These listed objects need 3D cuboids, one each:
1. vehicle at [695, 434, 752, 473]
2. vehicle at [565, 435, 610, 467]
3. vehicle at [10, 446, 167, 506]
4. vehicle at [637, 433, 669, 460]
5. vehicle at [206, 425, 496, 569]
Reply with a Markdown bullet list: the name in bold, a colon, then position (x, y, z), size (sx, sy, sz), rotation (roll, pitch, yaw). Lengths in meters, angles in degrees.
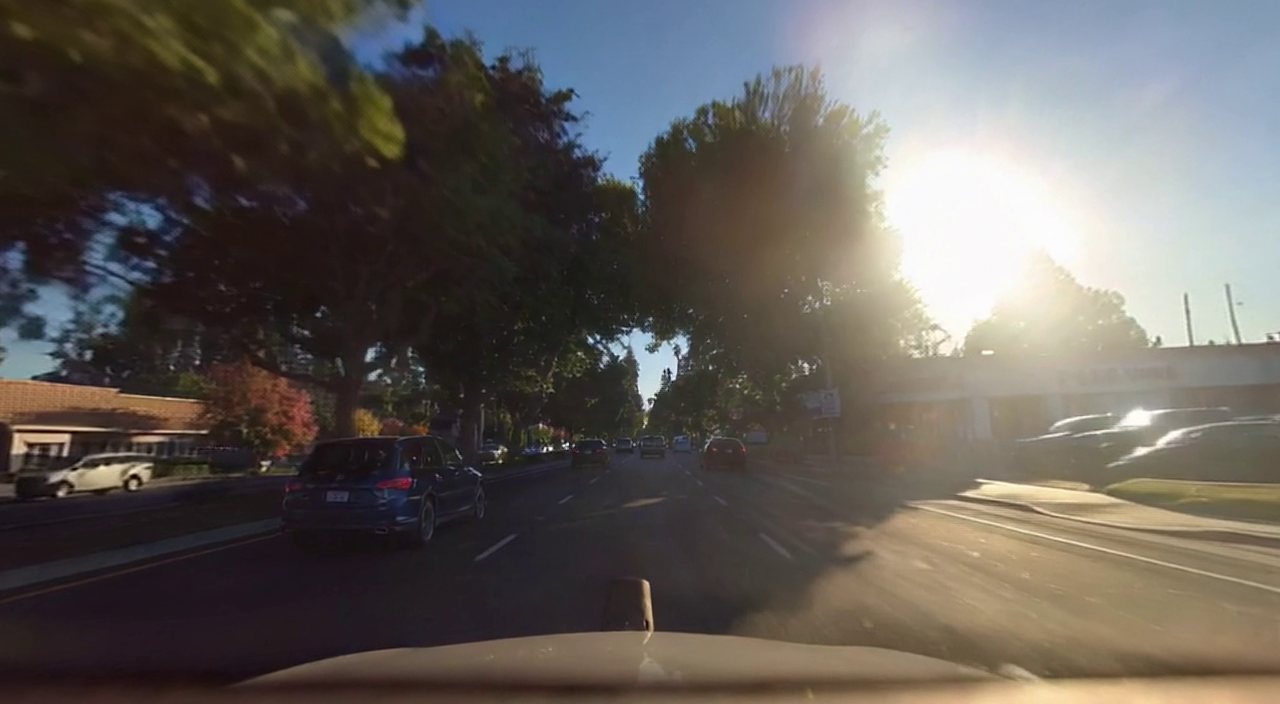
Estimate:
- **vehicle**: position (3.551, 4.404, 27.526), size (1.922, 1.579, 3.642), rotation (0, -8, -1)
- **vehicle**: position (-2.807, 5.450, 34.799), size (2.026, 1.665, 4.193), rotation (0, -8, 1)
- **vehicle**: position (-22.352, 4.964, 25.917), size (2.073, 1.855, 5.159), rotation (-4, -6, -3)
- **vehicle**: position (0.942, 6.885, 45.902), size (2.193, 1.873, 4.033), rotation (0, -8, 1)
- **vehicle**: position (-3.543, 1.838, 8.843), size (1.908, 1.481, 4.351), rotation (0, -8, 1)
